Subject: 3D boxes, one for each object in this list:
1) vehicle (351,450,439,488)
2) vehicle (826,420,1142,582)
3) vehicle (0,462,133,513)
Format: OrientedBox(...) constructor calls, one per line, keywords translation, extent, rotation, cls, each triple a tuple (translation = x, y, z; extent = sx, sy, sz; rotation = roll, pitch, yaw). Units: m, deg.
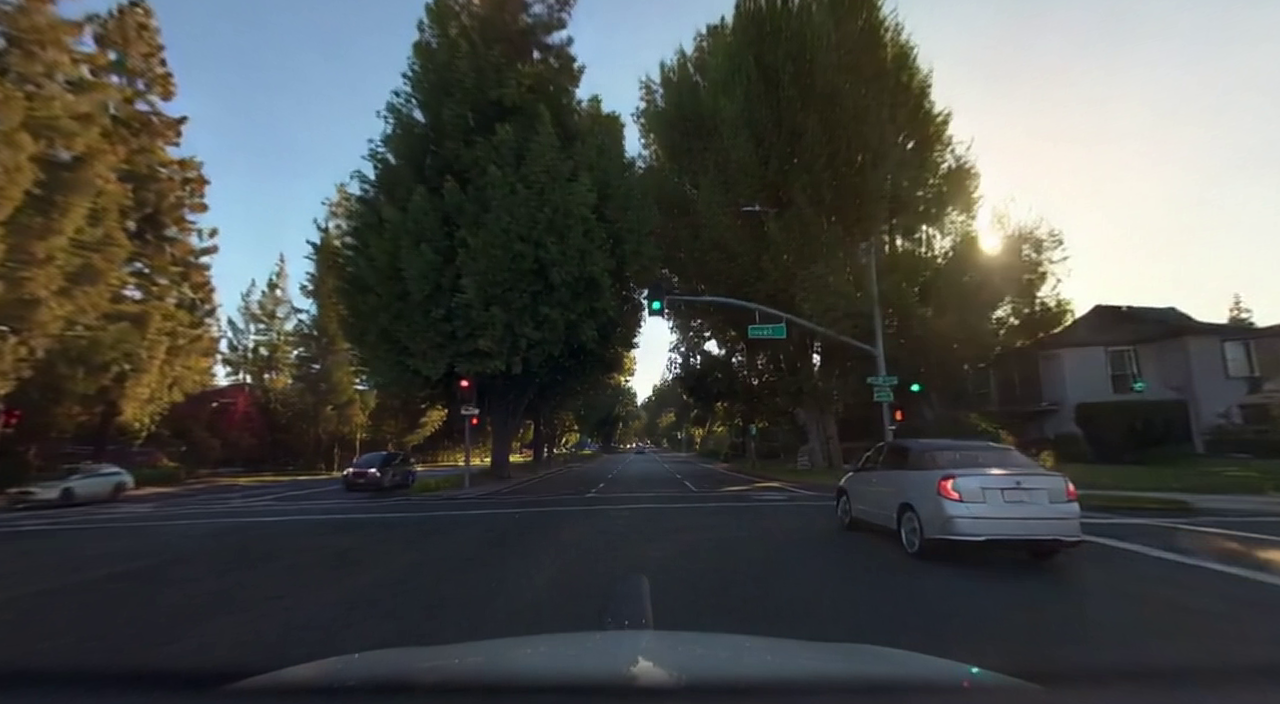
OrientedBox(translation=(-10.339, 4.933, 26.970), extent=(2.029, 1.453, 4.188), rotation=(0, -9, 1), cls="vehicle")
OrientedBox(translation=(3.972, 1.757, 8.136), extent=(2.018, 1.591, 3.564), rotation=(0, -9, 0), cls="vehicle")
OrientedBox(translation=(-20.723, 4.679, 22.185), extent=(1.844, 1.494, 4.706), rotation=(0, -9, 0), cls="vehicle")
